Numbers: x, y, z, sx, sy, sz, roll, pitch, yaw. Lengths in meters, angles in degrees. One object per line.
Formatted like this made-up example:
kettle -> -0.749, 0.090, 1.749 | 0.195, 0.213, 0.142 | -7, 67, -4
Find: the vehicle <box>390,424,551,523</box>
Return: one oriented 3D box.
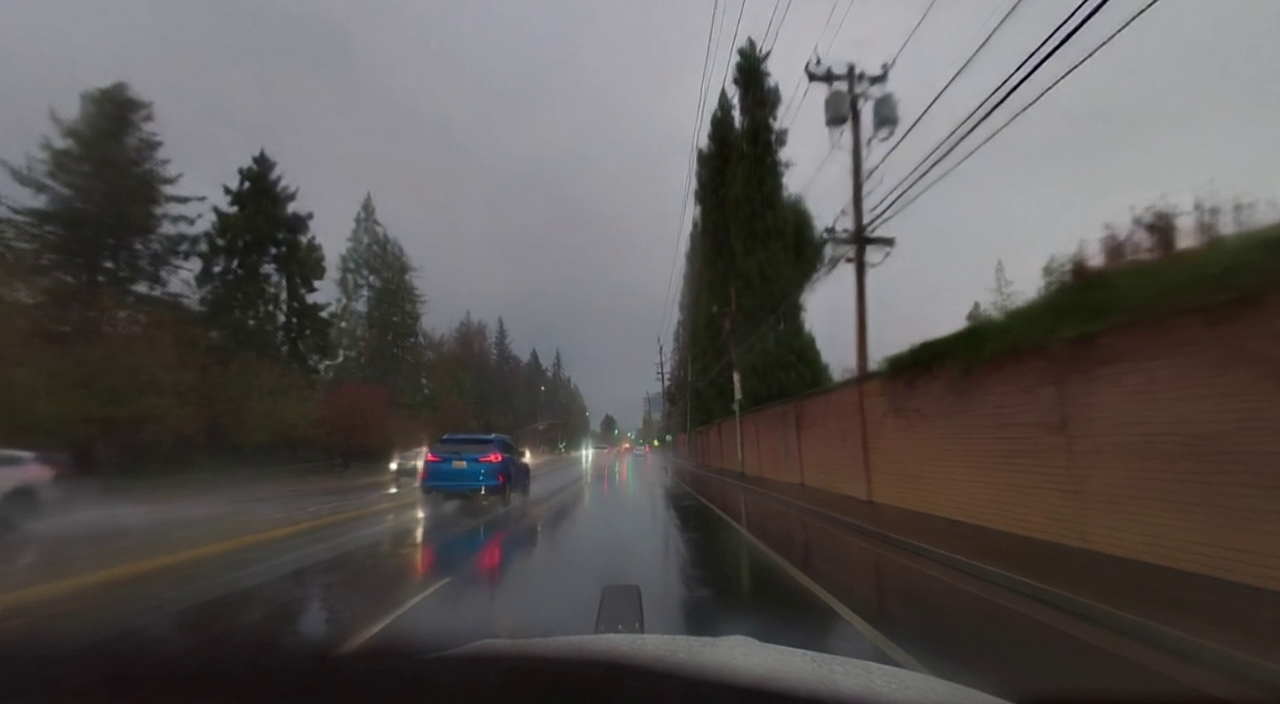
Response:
vehicle -> -3.351, 2.506, 13.558 | 2.147, 1.730, 4.555 | 0, -8, 1
